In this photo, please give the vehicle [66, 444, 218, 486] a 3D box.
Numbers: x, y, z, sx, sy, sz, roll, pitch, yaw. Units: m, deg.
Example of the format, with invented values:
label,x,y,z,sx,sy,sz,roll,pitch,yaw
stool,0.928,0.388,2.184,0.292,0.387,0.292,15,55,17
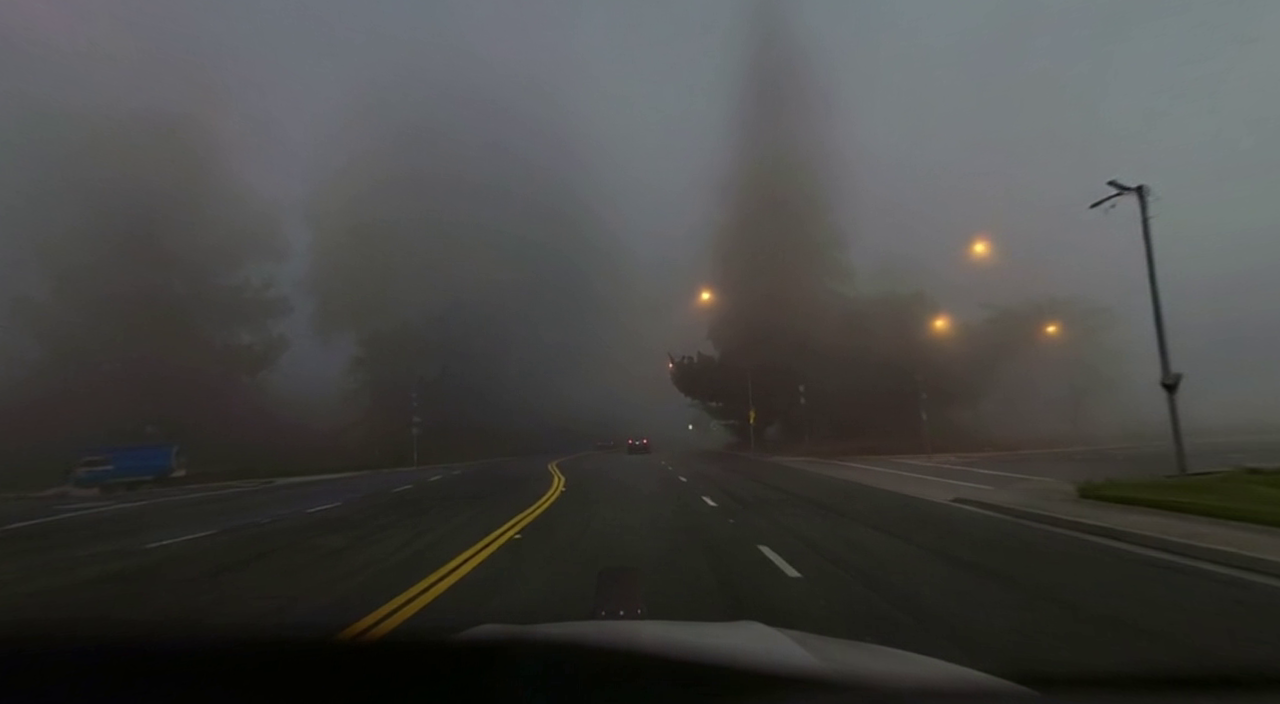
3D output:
label,x,y,z,sx,sy,sz,roll,pitch,yaw
vehicle,-25.771,5.777,32.954,2.239,1.961,5.660,-5,-10,33
